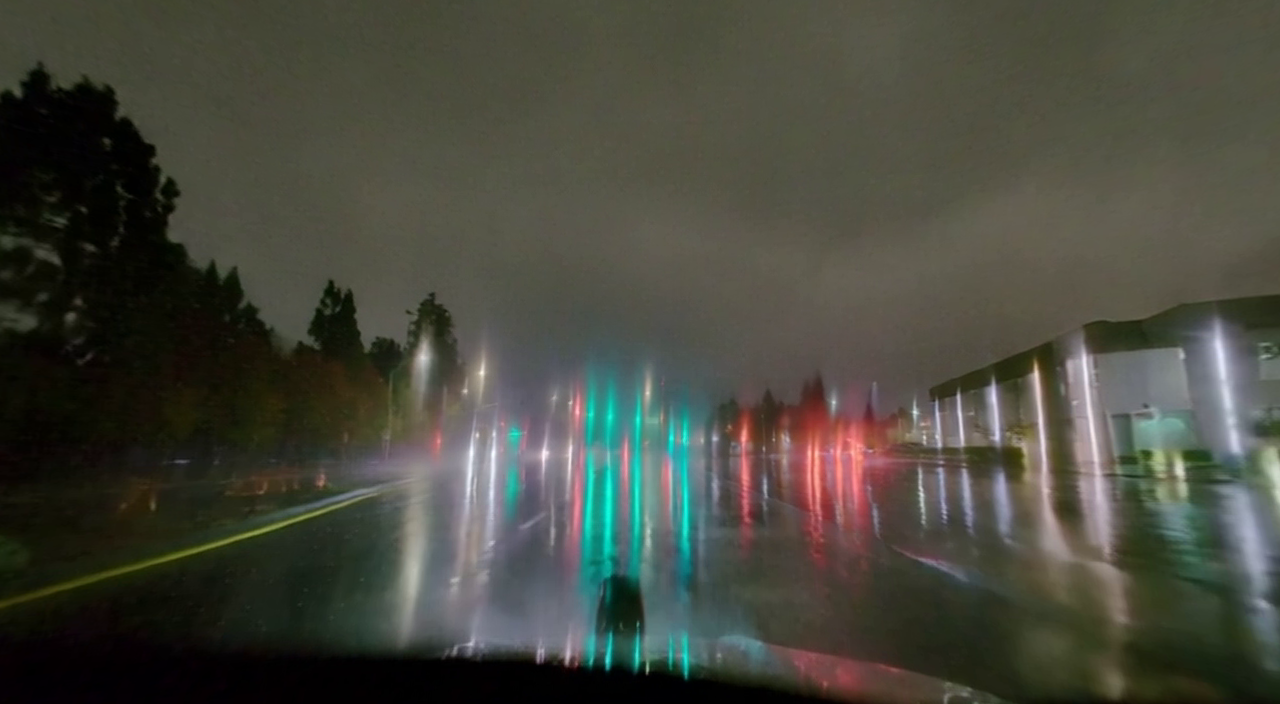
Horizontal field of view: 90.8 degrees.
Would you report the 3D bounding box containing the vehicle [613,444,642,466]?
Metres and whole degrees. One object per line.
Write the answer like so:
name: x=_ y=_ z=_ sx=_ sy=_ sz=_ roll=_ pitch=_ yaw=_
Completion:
vehicle: x=-0.888 y=7.704 z=47.435 sx=2.011 sy=1.498 sz=4.914 roll=0 pitch=-9 yaw=1
